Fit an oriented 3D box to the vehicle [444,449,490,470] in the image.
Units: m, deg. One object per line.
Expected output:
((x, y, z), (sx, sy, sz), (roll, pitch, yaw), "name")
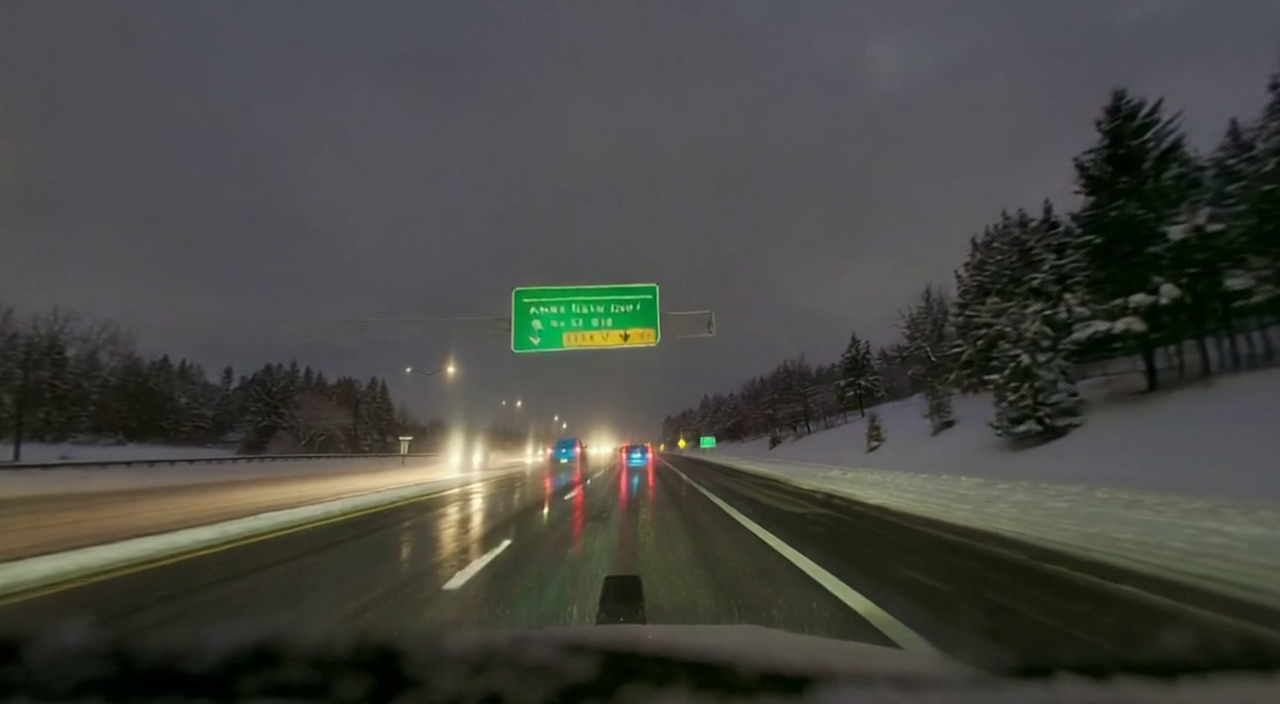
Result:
((-13.272, 8.275, 48.584), (2.059, 1.512, 4.244), (0, -9, 3), "vehicle")

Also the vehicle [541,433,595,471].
((-3.757, 5.387, 33.946), (2.264, 1.901, 4.647), (0, -9, 1), "vehicle")

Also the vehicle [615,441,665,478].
((0.019, 4.828, 28.569), (2.086, 1.548, 4.325), (0, -9, 0), "vehicle")
